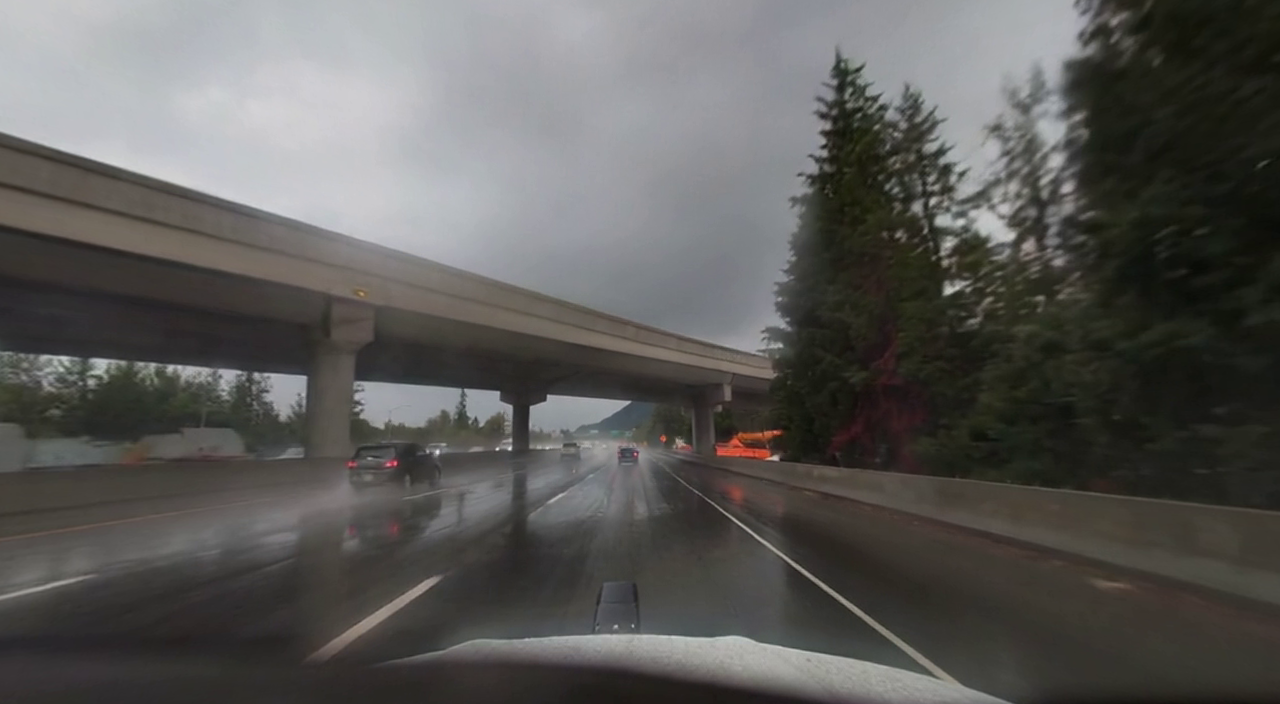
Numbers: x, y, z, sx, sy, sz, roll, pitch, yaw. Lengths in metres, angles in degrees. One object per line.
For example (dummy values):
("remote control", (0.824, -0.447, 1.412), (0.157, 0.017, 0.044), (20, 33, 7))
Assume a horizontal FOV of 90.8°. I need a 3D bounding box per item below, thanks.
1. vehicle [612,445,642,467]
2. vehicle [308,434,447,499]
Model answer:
("vehicle", (-0.891, 7.362, 44.998), (2.051, 1.459, 4.092), (0, -9, 0))
("vehicle", (-7.275, 3.209, 18.103), (2.128, 1.604, 4.279), (0, -9, 0))
